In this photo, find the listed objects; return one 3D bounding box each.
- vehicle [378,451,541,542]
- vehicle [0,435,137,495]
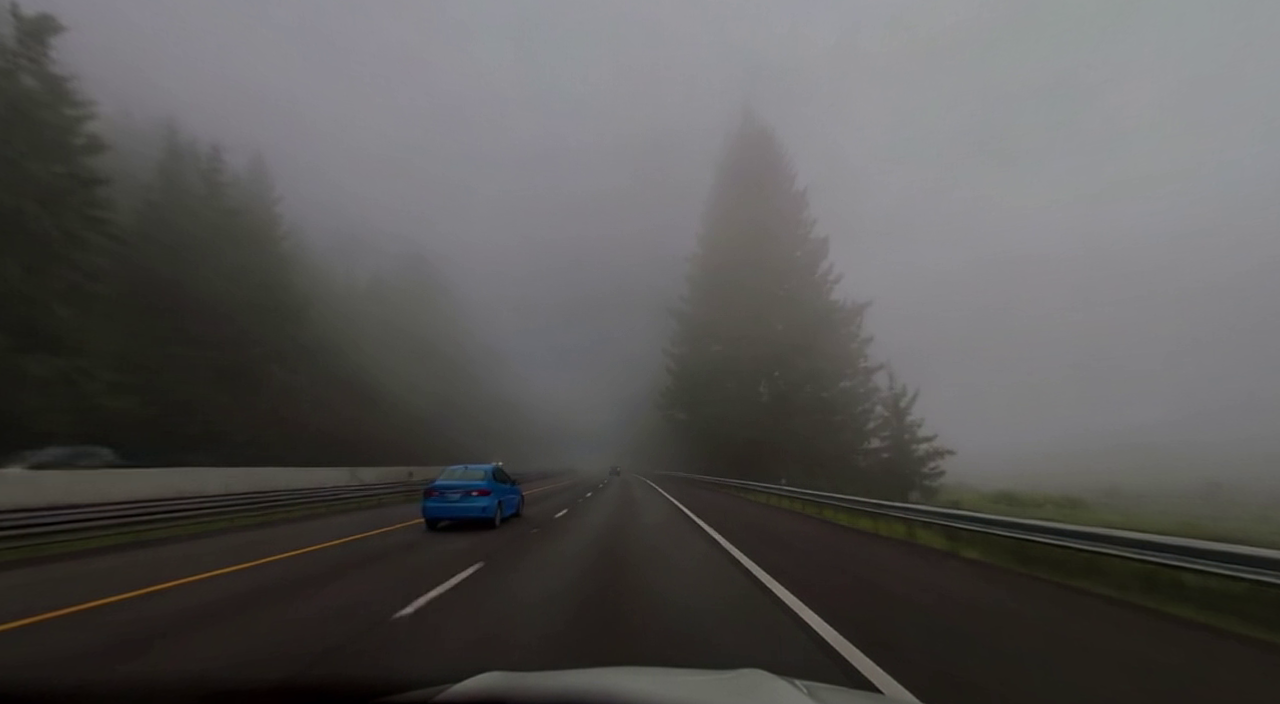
[{"bbox_3d":[-3.309,2.762,12.412,2.040,1.465,3.744,1,-11,0],"label":"vehicle"},{"bbox_3d":[-17.329,3.282,18.301,1.872,1.501,4.234,1,-11,0],"label":"vehicle"}]
